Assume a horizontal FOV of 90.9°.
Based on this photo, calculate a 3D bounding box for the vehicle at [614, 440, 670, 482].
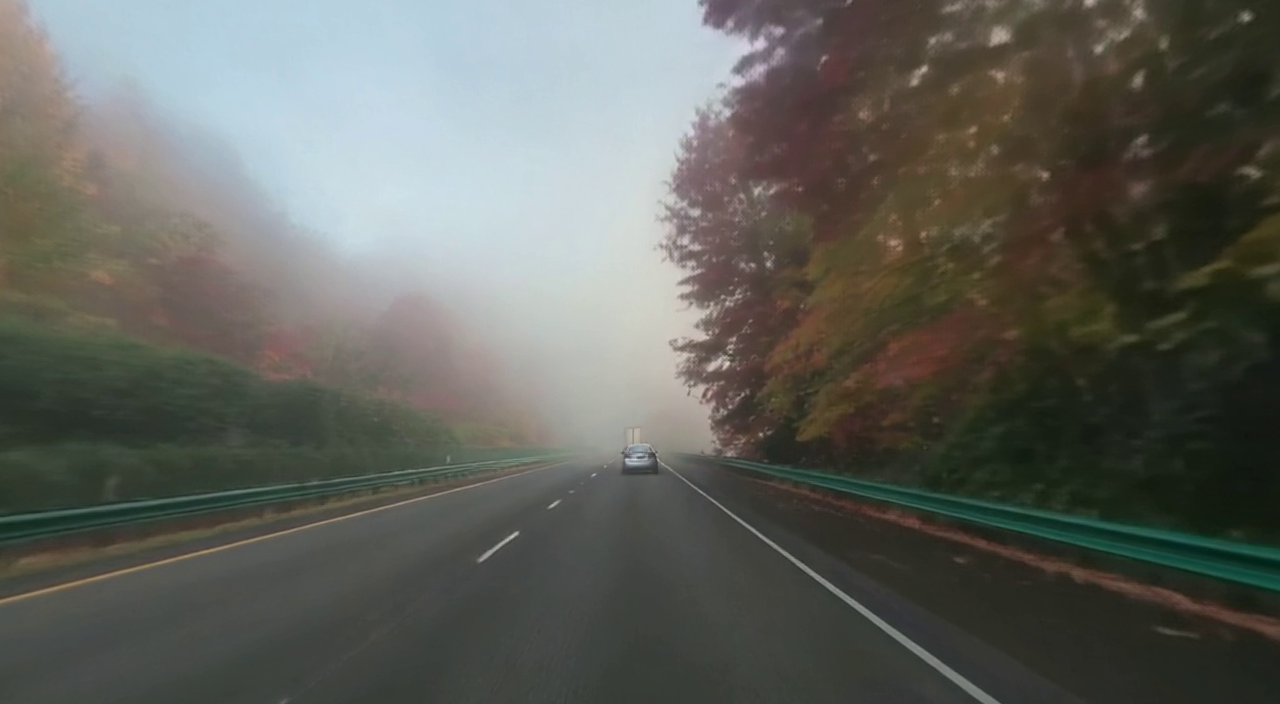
[{"bbox_3d":[0.029,4.316,25.293,2.057,1.516,4.065,0,-8,-1],"label":"vehicle"}]
